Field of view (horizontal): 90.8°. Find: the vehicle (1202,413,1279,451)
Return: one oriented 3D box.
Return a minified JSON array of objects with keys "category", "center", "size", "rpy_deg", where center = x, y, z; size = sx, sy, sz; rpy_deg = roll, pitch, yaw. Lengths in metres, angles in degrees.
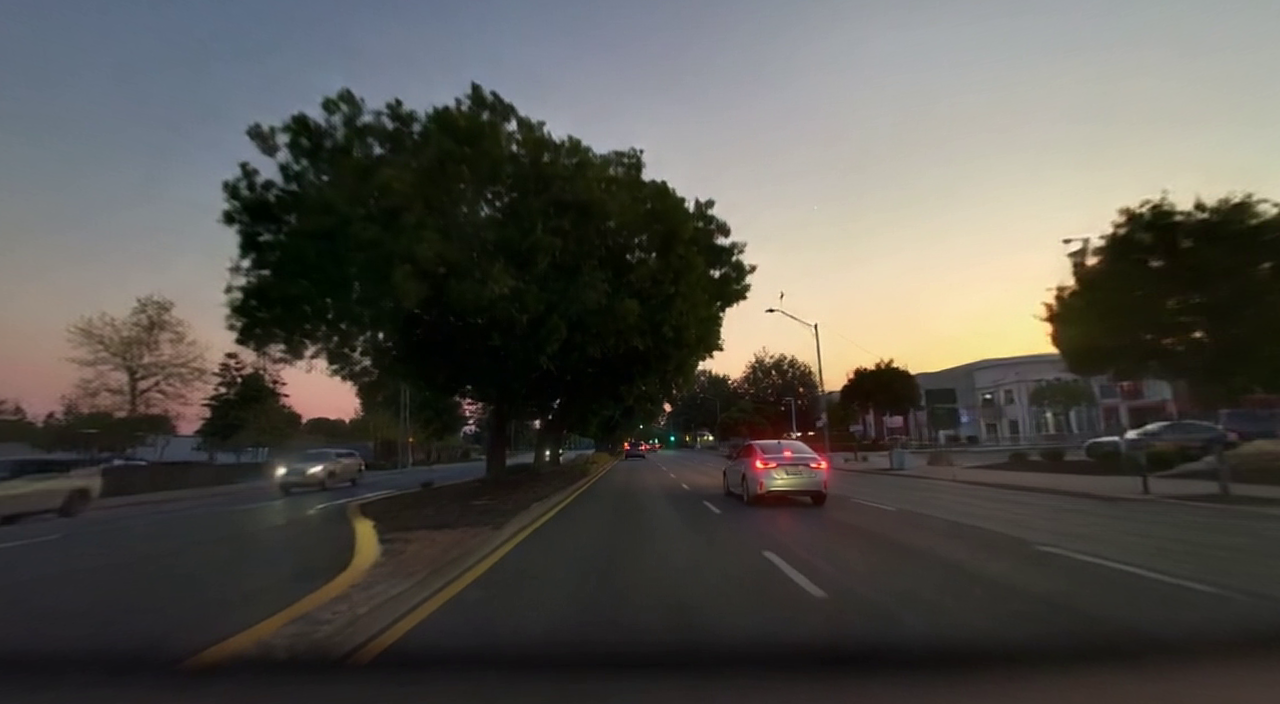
[{"category":"vehicle","center":[32.413,4.146,32.645],"size":[4.597,1.886,2.143],"rpy_deg":[0,-8,1]}]

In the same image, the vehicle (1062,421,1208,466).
[{"category":"vehicle","center":[20.054,3.741,25.722],"size":[4.376,1.735,1.854],"rpy_deg":[0,-8,-1]}]

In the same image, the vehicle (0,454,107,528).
[{"category":"vehicle","center":[-16.469,3.476,15.888],"size":[2.032,1.728,4.633],"rpy_deg":[0,-8,0]}]

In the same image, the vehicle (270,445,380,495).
[{"category":"vehicle","center":[-12.487,4.653,25.447],"size":[2.063,1.812,4.502],"rpy_deg":[0,-8,1]}]

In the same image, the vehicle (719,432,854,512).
[{"category":"vehicle","center":[3.321,2.825,15.408],"size":[1.995,1.616,4.729],"rpy_deg":[0,-8,-2]}]
